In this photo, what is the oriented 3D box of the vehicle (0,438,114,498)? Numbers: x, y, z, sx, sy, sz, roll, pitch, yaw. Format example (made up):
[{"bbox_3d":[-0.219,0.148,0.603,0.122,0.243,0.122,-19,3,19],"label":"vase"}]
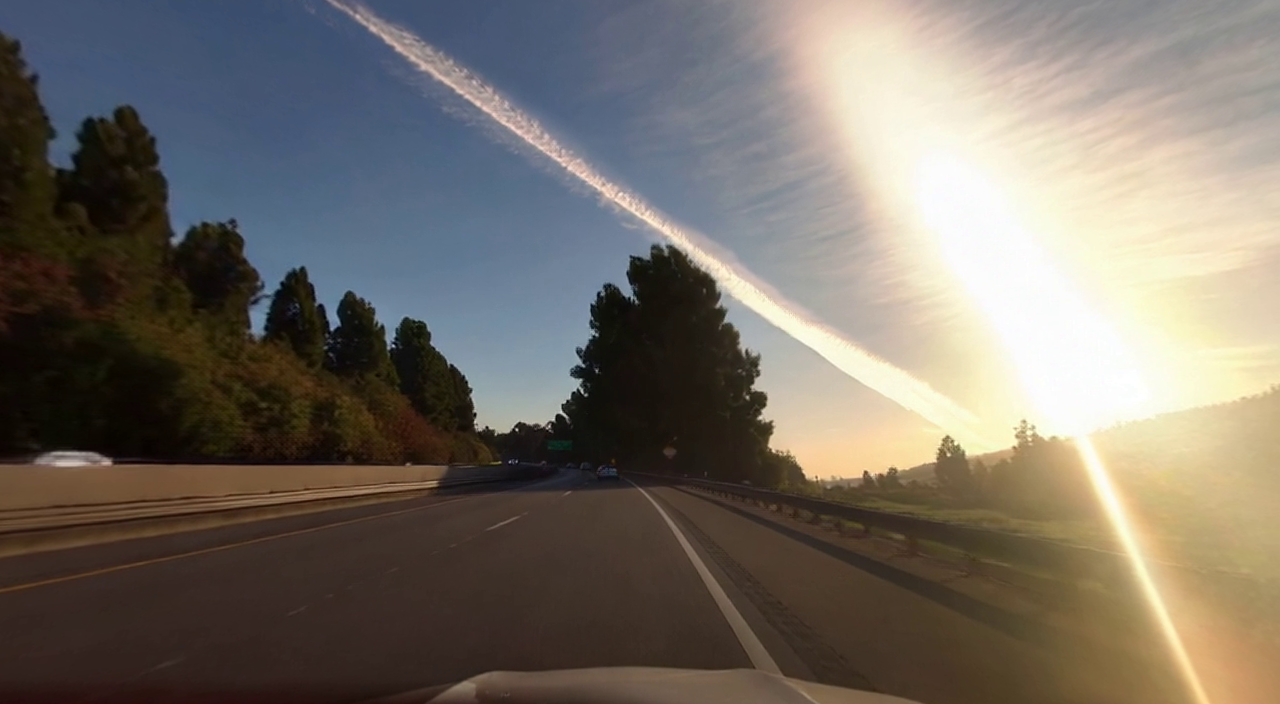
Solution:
[{"bbox_3d":[-18.199,3.380,18.391,1.874,1.601,4.334,1,-11,0],"label":"vehicle"}]

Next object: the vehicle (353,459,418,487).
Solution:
[{"bbox_3d":[-14.168,6.768,35.349,1.927,1.400,4.347,1,-11,-1],"label":"vehicle"}]
